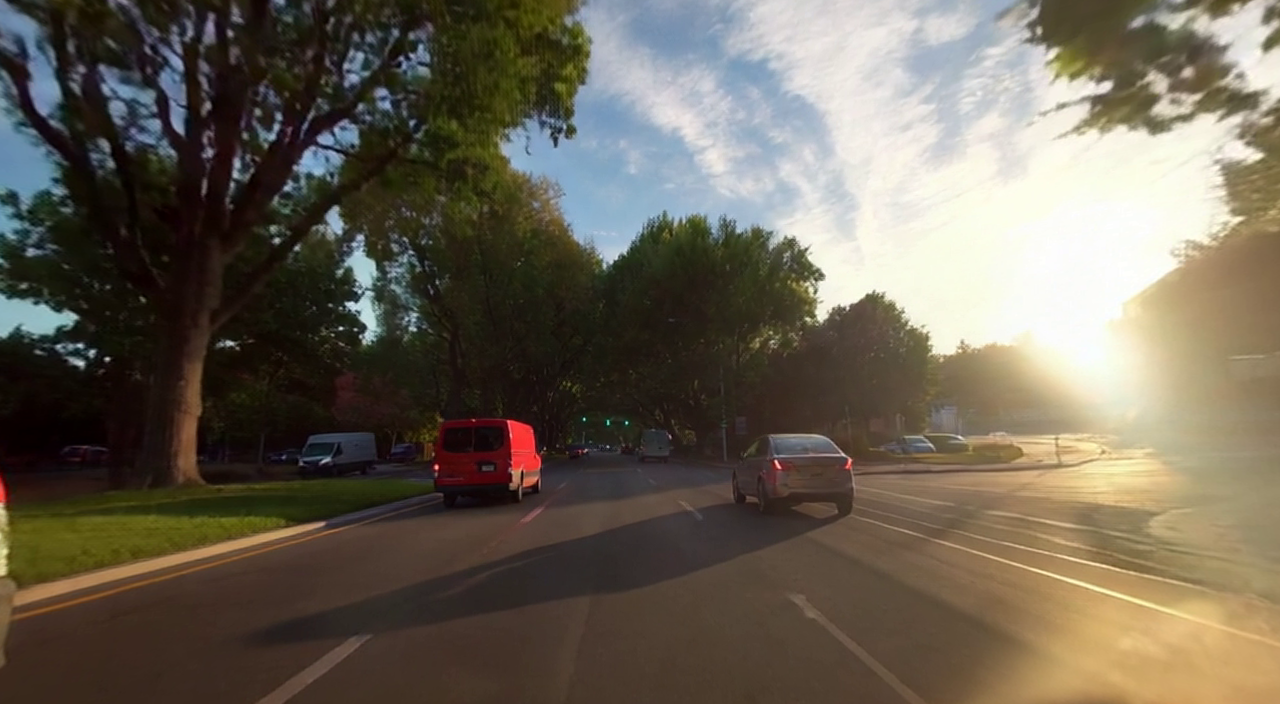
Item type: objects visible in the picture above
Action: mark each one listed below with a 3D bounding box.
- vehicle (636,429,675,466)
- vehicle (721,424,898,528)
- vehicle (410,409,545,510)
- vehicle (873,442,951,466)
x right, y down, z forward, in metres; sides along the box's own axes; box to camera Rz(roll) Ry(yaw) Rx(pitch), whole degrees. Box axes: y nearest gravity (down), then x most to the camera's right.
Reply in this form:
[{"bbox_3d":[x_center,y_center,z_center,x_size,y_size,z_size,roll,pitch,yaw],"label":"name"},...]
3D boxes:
[{"bbox_3d":[1.046,7.181,47.403,2.397,2.566,5.324,0,-9,-4],"label":"vehicle"},{"bbox_3d":[3.050,2.365,12.600,2.087,1.658,4.612,0,-9,-2],"label":"vehicle"},{"bbox_3d":[-3.982,2.752,16.494,2.420,2.227,4.499,0,-9,-1],"label":"vehicle"},{"bbox_3d":[17.591,6.597,40.980,4.210,1.480,1.922,2,-9,-11],"label":"vehicle"}]
